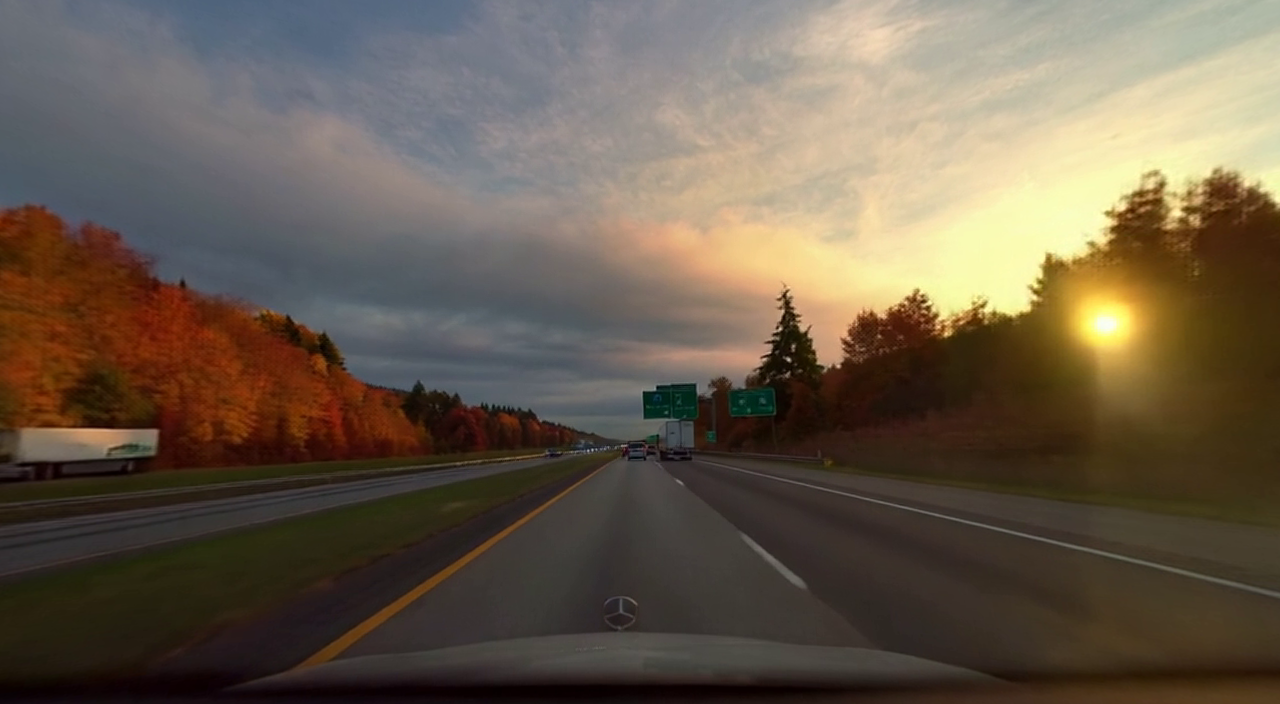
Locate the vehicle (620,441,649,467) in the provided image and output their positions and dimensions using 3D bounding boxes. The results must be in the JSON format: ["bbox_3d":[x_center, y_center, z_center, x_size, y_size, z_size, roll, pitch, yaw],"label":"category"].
[{"bbox_3d":[-0.464,7.756,47.863,2.156,1.886,4.334,0,-9,-2],"label":"vehicle"}]

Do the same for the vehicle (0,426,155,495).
[{"bbox_3d":[-40.460,7.584,44.386,2.932,4.093,14.120,1,-9,-9],"label":"vehicle"}]
